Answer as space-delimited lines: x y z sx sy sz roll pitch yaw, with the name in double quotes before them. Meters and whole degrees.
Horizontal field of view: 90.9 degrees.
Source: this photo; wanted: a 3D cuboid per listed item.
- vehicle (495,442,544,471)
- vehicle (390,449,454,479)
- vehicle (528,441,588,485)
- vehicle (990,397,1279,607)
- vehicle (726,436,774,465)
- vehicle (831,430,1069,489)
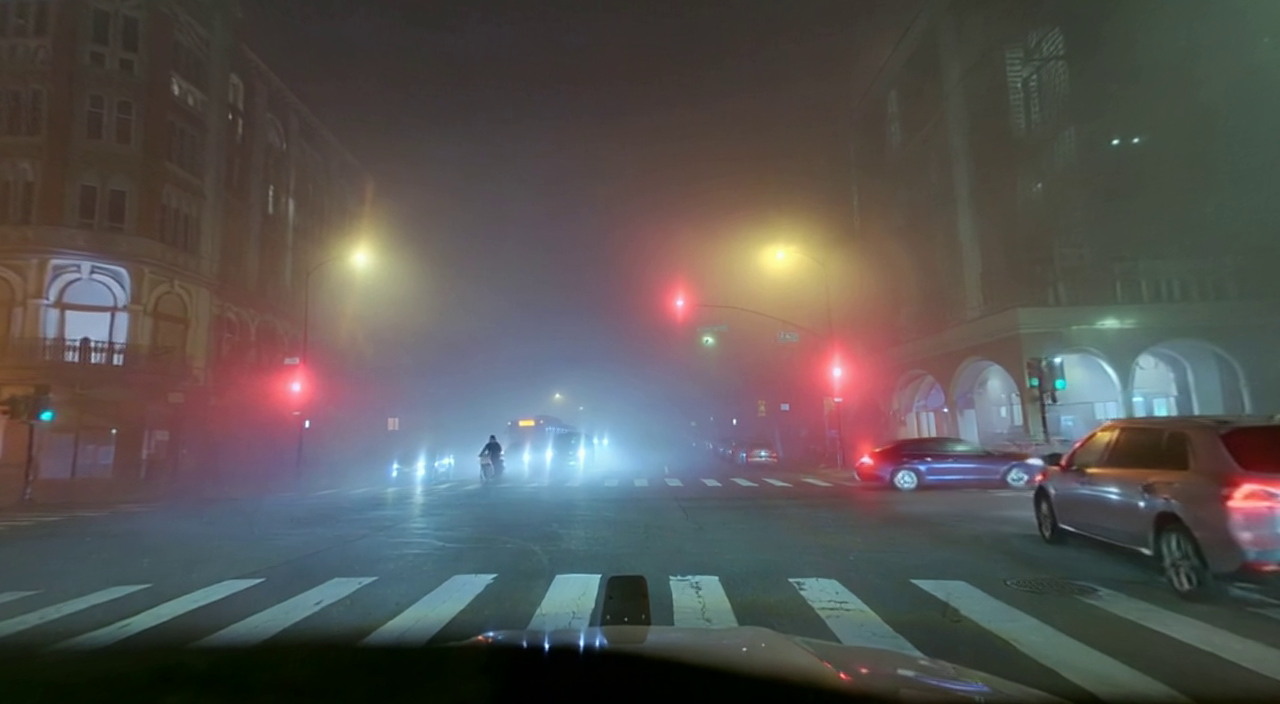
"vehicle" -6.619 5.761 35.037 1.861 1.508 4.052 0 -8 1
"vehicle" -11.917 6.116 34.794 1.998 1.505 4.405 0 -8 0
"vehicle" -2.880 3.988 23.056 1.904 1.402 4.759 0 -8 -4
"vehicle" 5.707 1.414 6.871 1.912 1.505 4.889 -2 -9 12
"vehicle" 6.259 5.643 36.298 1.926 1.574 3.961 0 -8 -2
"vehicle" 8.189 2.915 17.223 5.388 1.465 2.050 -1 -8 7
